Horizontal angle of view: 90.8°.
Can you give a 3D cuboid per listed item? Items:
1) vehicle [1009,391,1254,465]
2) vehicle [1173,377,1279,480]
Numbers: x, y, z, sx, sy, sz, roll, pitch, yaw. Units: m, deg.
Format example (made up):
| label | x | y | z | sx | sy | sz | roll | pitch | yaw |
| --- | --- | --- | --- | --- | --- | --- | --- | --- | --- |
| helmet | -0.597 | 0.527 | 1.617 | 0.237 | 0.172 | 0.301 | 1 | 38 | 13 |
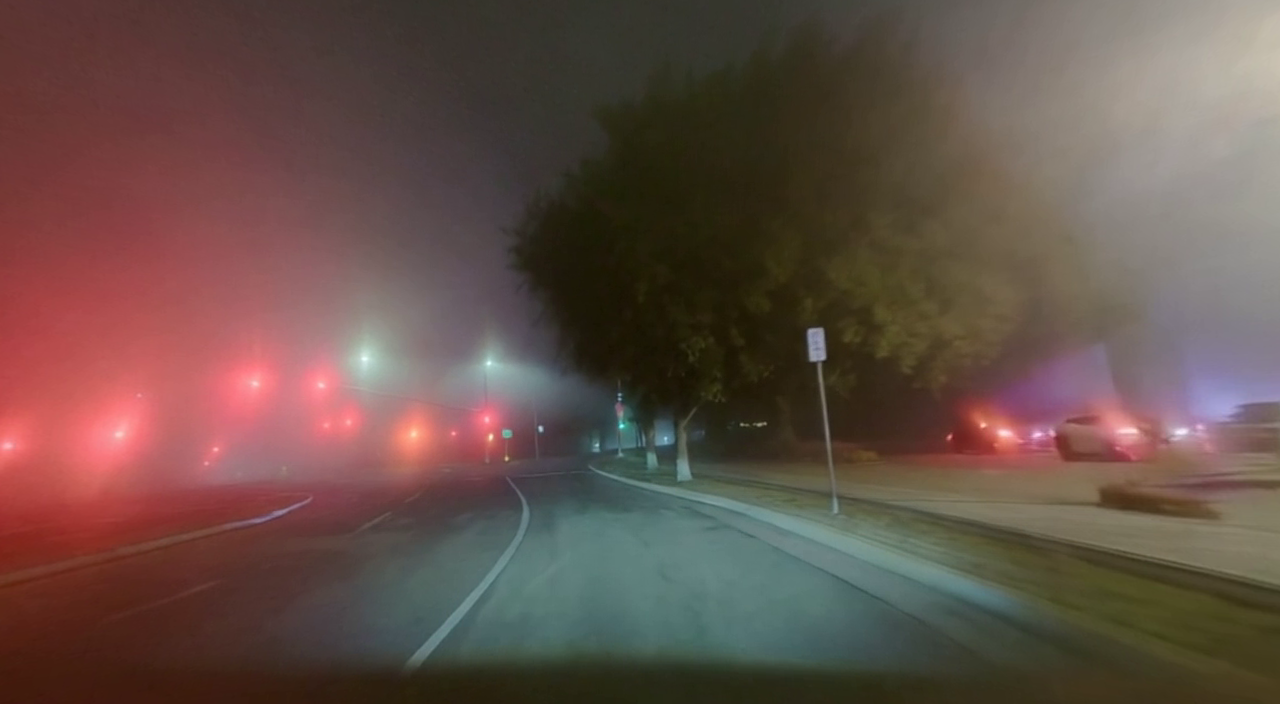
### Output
| label | x | y | z | sx | sy | sz | roll | pitch | yaw |
| --- | --- | --- | --- | --- | --- | --- | --- | --- | --- |
| vehicle | 11.884 | 1.880 | 15.472 | 4.441 | 1.654 | 2.044 | 1 | -9 | -7 |
| vehicle | 12.099 | 1.330 | 10.785 | 4.400 | 1.584 | 1.964 | 1 | -9 | -7 |
